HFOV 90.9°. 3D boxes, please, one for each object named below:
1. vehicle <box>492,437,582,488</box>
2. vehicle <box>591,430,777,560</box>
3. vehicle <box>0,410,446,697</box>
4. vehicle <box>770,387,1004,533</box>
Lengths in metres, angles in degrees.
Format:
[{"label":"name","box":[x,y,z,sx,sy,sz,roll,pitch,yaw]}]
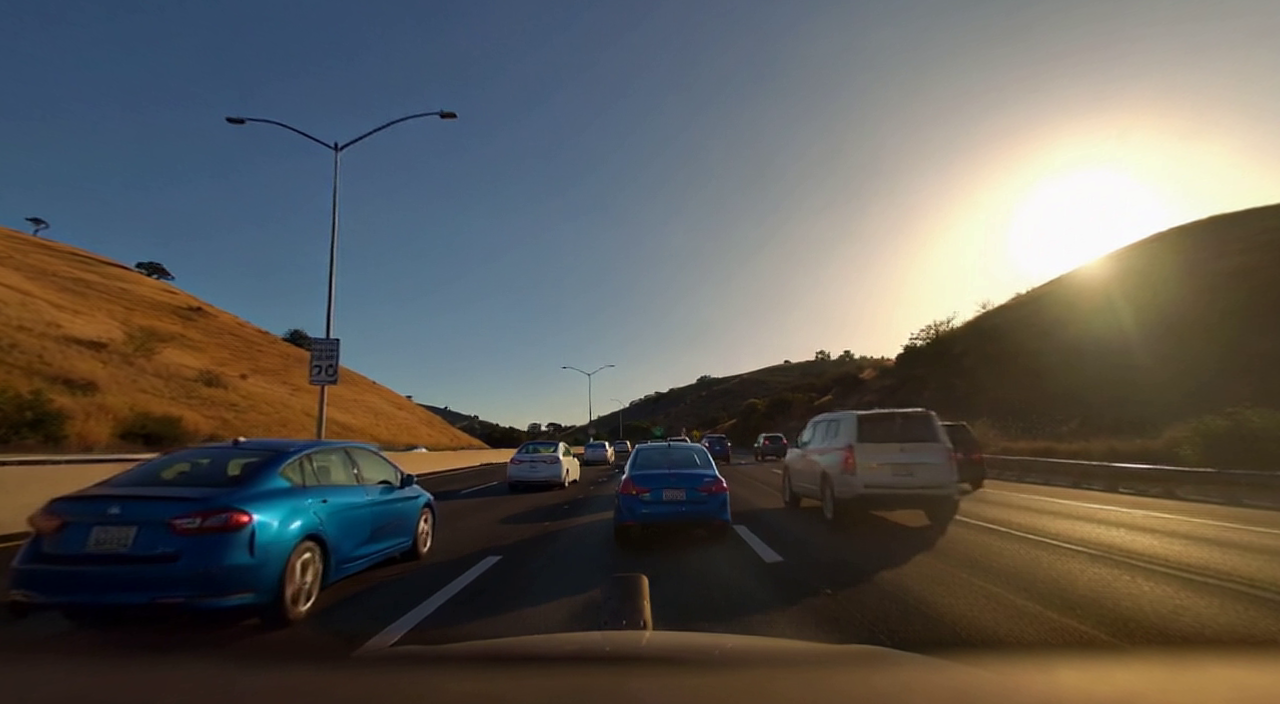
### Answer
[{"label":"vehicle","box":[-3.138,3.495,20.256,2.017,1.446,4.384,0,-8,2]},{"label":"vehicle","box":[0.523,1.895,9.073,2.072,1.431,3.904,0,-8,1]},{"label":"vehicle","box":[-3.454,1.396,5.597,2.033,1.513,4.333,0,-8,1]},{"label":"vehicle","box":[3.683,1.739,10.545,2.086,1.884,4.547,0,-8,1]}]
